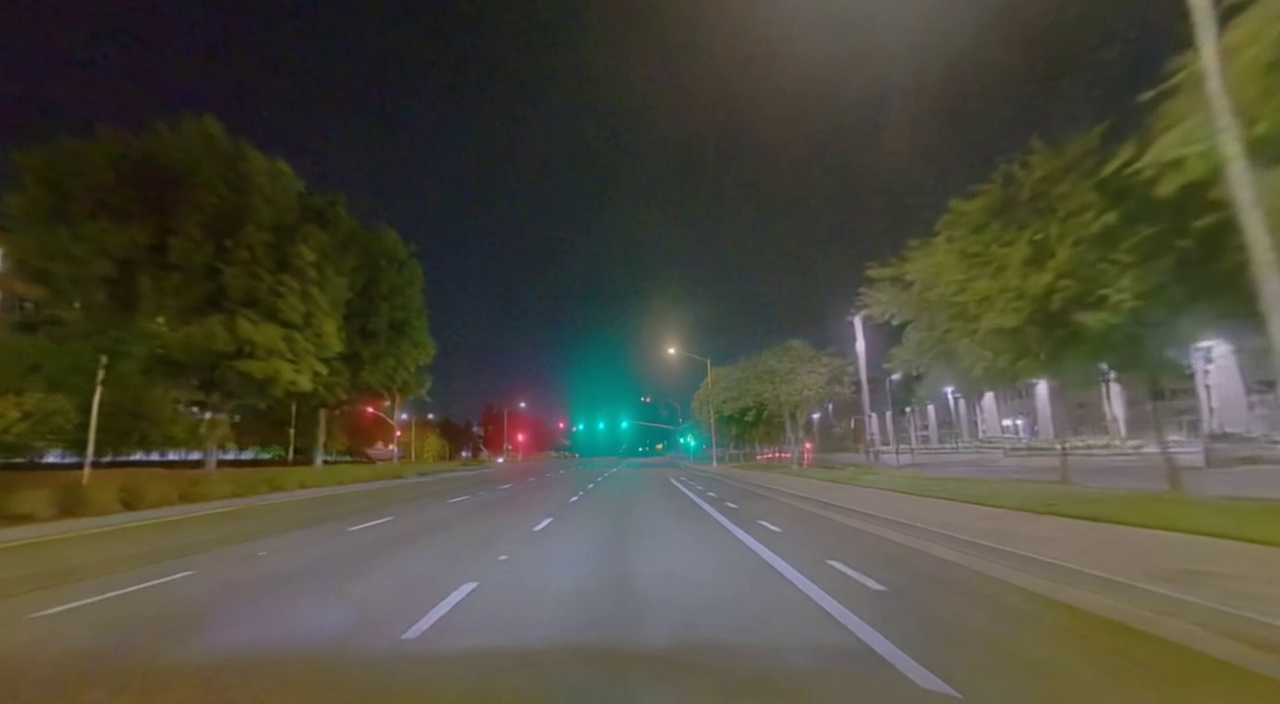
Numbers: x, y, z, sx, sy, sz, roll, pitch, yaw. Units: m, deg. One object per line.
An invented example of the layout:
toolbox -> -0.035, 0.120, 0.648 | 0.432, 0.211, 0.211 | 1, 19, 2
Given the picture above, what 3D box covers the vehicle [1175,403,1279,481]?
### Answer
vehicle -> 28.146, 3.856, 27.835 | 7.548, 3.111, 2.756 | 0, -8, -14
